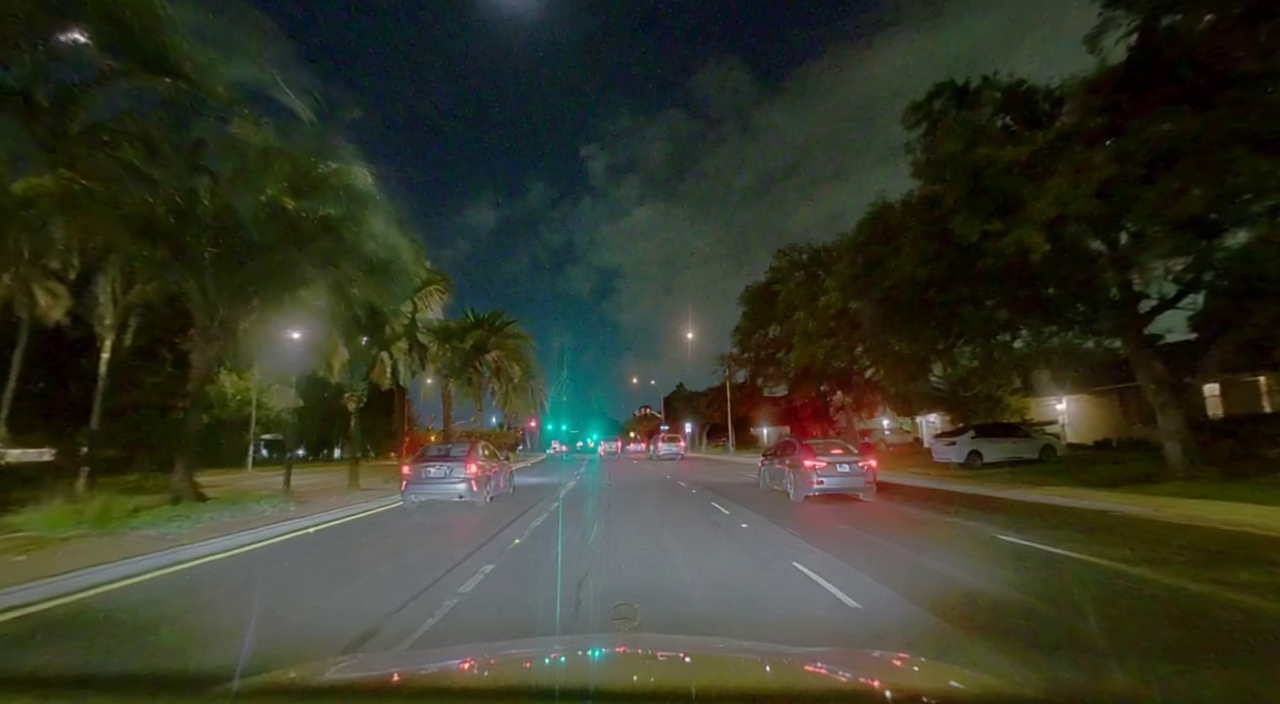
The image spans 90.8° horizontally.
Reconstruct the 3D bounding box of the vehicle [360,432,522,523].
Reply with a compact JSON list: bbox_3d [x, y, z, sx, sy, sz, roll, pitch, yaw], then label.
[{"bbox_3d":[-3.670,2.370,12.549,1.924,1.473,4.200,0,-8,-1],"label":"vehicle"}]

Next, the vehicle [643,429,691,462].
[{"bbox_3d":[1.620,6.000,40.524,2.391,1.960,5.600,1,-8,-5],"label":"vehicle"}]

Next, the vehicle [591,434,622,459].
[{"bbox_3d":[-2.652,7.321,48.975,2.164,1.867,4.254,1,-8,-5],"label":"vehicle"}]

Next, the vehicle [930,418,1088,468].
[{"bbox_3d":[13.028,3.223,22.518,4.408,1.673,1.969,0,-8,-4],"label":"vehicle"}]

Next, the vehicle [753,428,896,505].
[{"bbox_3d":[3.980,2.541,14.442,1.870,1.491,4.009,0,-8,-3],"label":"vehicle"}]
